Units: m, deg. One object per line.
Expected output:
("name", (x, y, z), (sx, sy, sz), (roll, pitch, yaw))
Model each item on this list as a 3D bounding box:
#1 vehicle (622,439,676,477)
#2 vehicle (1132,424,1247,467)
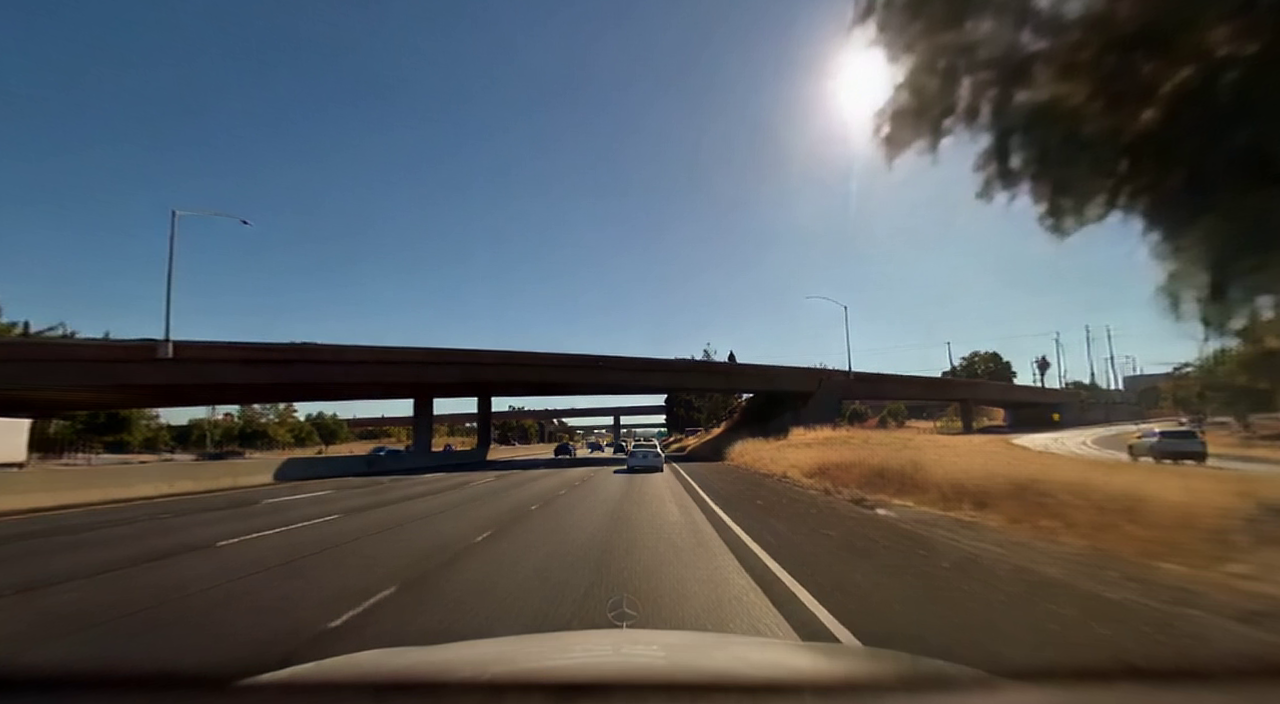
("vehicle", (0.365, 4.552, 27.298), (2.145, 1.493, 4.146), (0, -9, 0))
("vehicle", (24.188, 4.147, 28.035), (2.095, 1.674, 4.530), (-1, -9, 17))
